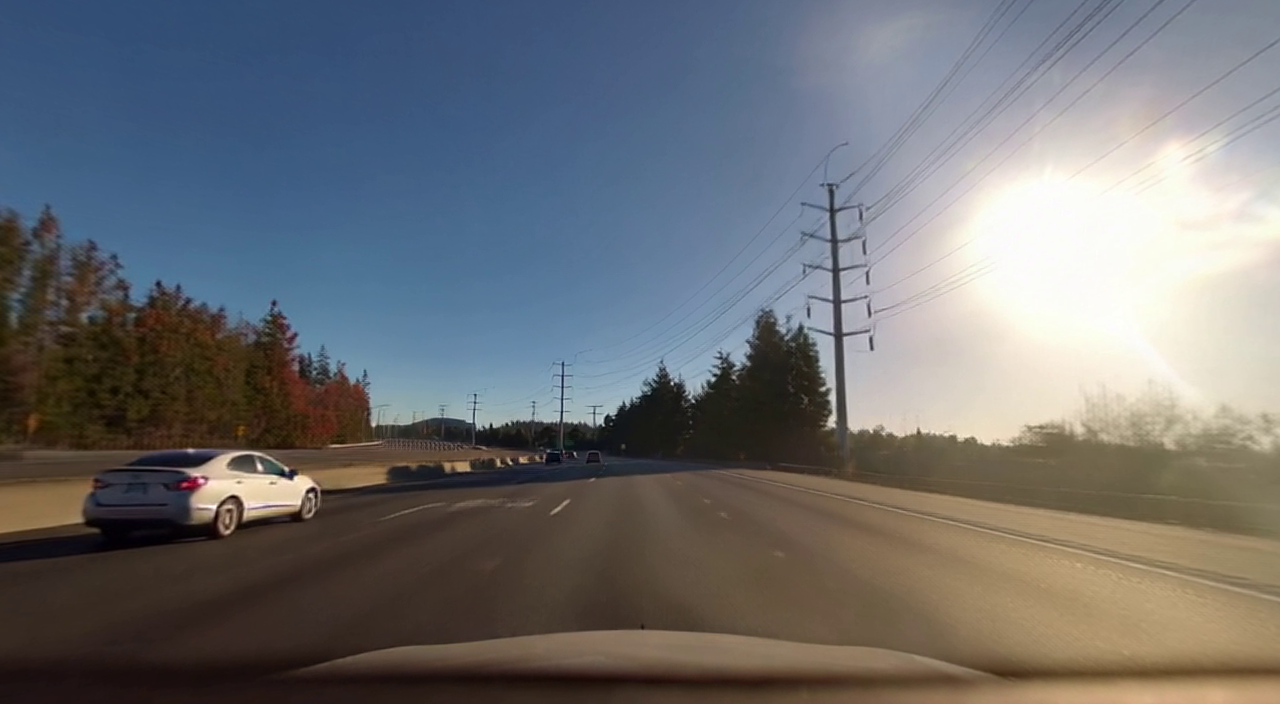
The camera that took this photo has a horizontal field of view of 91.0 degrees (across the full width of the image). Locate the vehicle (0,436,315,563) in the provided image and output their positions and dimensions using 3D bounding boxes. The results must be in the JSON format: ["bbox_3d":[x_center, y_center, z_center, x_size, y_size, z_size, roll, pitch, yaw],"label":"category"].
[{"bbox_3d":[-7.238,2.125,9.853,1.999,1.527,4.238,0,-9,0],"label":"vehicle"}]
